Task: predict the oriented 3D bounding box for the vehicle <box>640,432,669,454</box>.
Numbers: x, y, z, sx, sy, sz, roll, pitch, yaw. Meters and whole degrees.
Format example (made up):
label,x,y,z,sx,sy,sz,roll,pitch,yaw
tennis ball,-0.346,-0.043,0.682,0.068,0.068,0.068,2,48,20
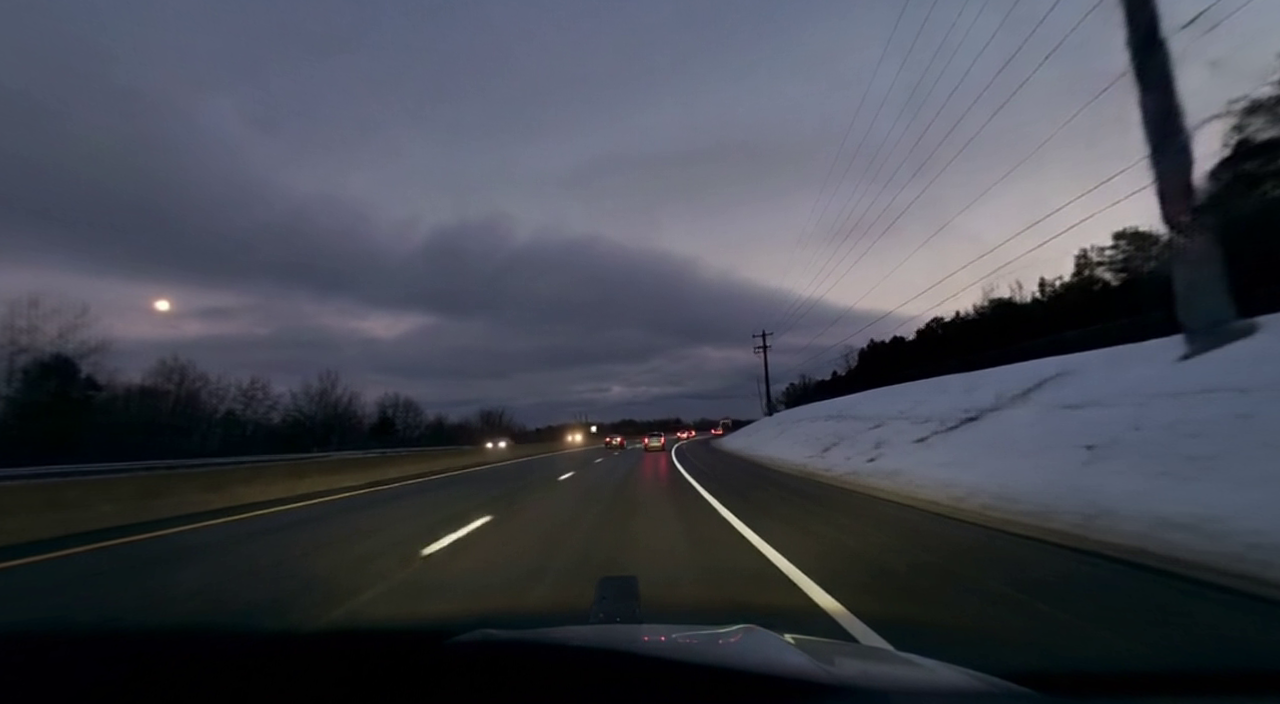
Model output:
label,x,y,z,sx,sy,sz,roll,pitch,yaw
vehicle,1.152,6.891,47.796,2.077,1.523,4.206,0,-8,3
